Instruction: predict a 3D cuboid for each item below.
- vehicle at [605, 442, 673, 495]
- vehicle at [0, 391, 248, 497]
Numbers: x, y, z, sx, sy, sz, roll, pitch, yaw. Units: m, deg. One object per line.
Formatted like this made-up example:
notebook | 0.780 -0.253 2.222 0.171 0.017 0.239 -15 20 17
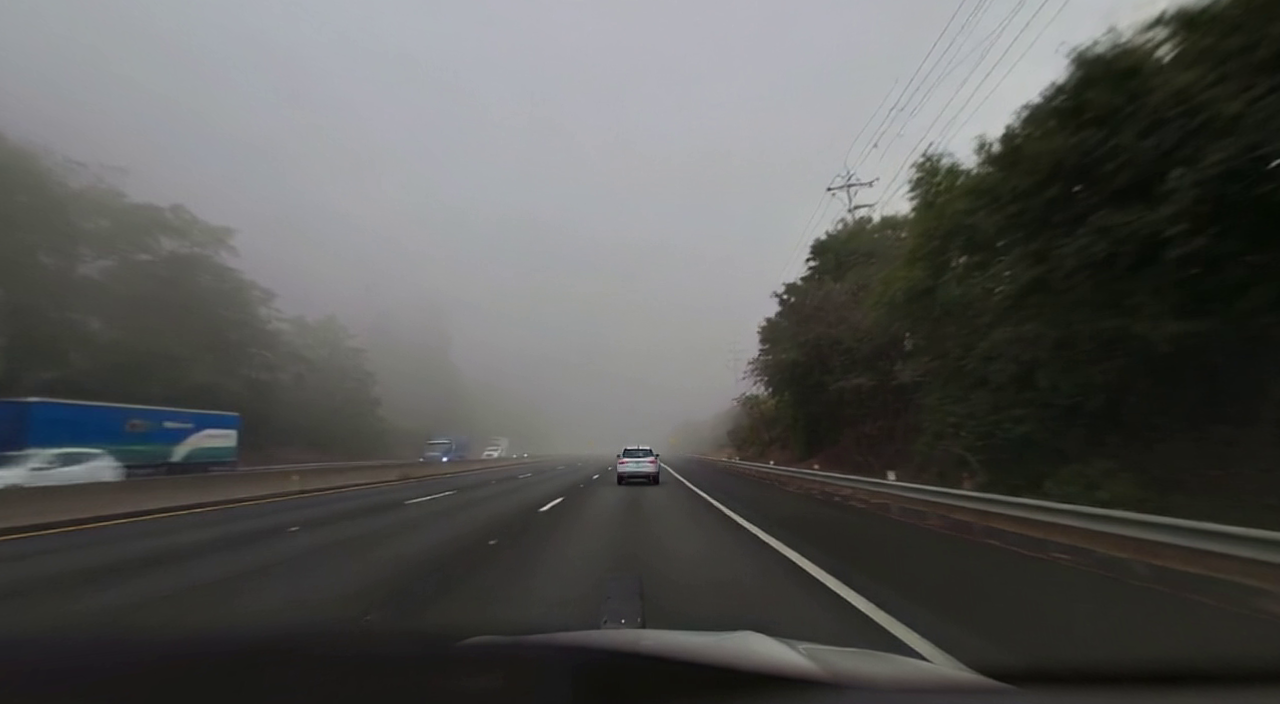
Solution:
vehicle | -0.053 3.687 20.262 1.966 1.499 4.298 0 -9 -1
vehicle | -24.916 4.355 29.239 2.894 3.848 16.526 0 -9 0
